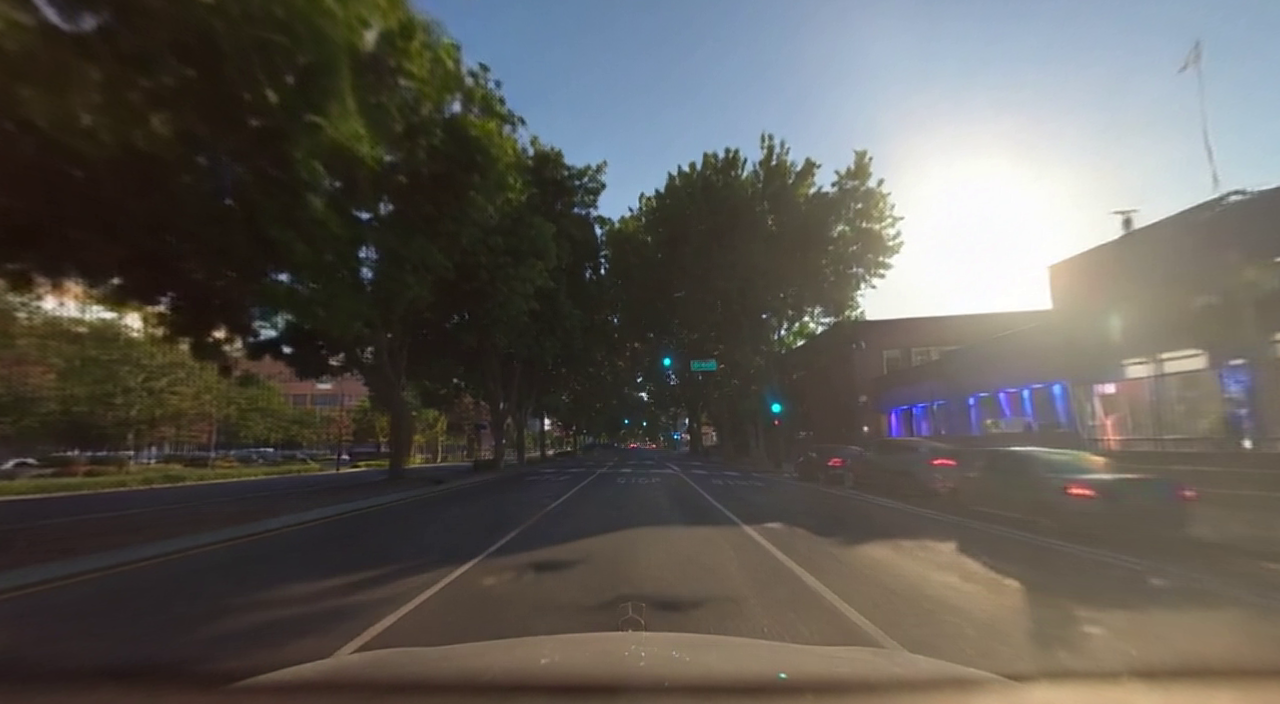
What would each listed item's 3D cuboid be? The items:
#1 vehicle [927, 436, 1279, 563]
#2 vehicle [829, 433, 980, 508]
[{"bbox_3d":[6.554,2.090,9.873,1.847,1.472,4.846,0,-8,0],"label":"vehicle"},{"bbox_3d":[6.687,3.027,16.666,1.980,1.675,4.854,0,-8,1],"label":"vehicle"}]
